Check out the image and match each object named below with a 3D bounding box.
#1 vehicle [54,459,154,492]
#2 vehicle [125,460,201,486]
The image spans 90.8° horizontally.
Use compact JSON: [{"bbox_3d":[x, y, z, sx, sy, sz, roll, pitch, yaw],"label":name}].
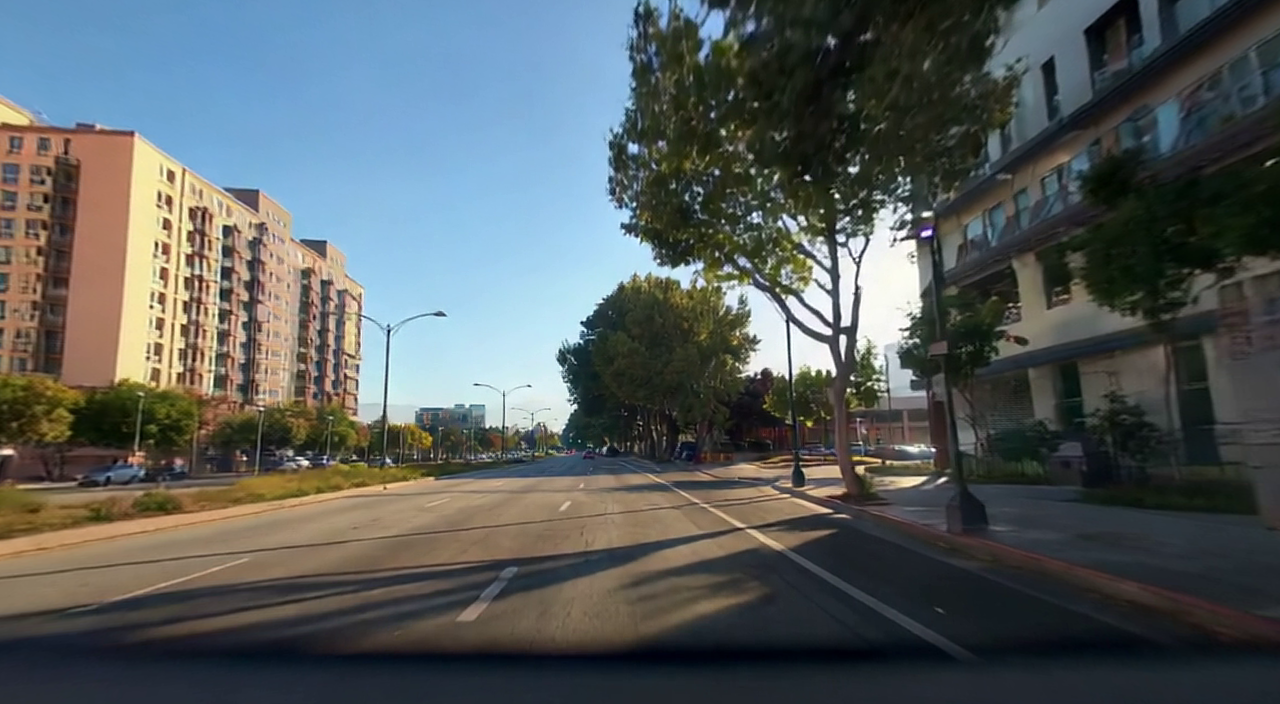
[{"bbox_3d":[-33.169,7.600,39.310,2.031,1.789,5.081,0,-8,-5],"label":"vehicle"},{"bbox_3d":[-33.681,8.534,44.773,2.034,1.618,4.667,1,-8,-6],"label":"vehicle"}]
